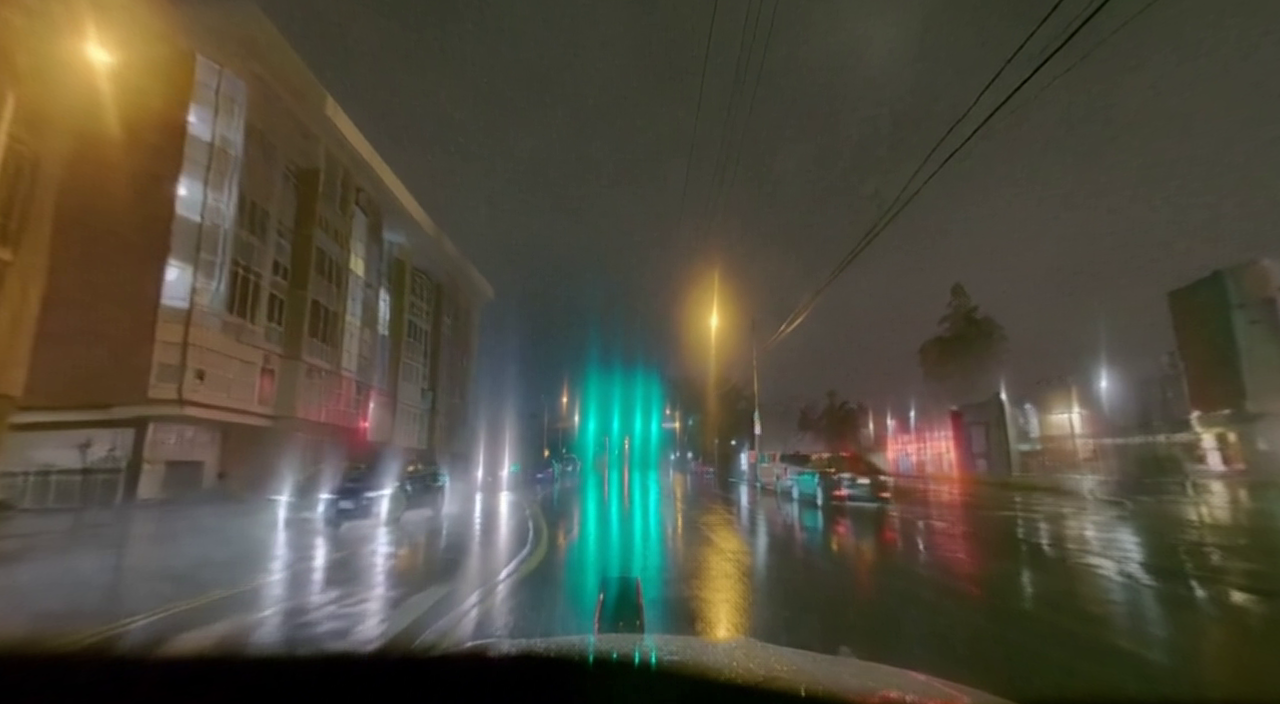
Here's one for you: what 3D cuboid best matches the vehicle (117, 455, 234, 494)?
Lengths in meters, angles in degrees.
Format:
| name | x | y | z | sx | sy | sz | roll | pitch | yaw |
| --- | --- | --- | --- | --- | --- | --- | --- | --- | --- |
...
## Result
| name | x | y | z | sx | sy | sz | roll | pitch | yaw |
| --- | --- | --- | --- | --- | --- | --- | --- | --- | --- |
| vehicle | -23.145 | 6.058 | 31.687 | 1.771 | 1.718 | 4.249 | -5 | -9 | 27 |

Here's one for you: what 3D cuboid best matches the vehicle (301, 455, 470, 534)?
| name | x | y | z | sx | sy | sz | roll | pitch | yaw |
| --- | --- | --- | --- | --- | --- | --- | --- | --- | --- |
| vehicle | -5.617 | 3.178 | 14.667 | 2.052 | 1.481 | 4.248 | -1 | -8 | 2 |

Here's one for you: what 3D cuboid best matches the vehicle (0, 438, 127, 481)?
| name | x | y | z | sx | sy | sz | roll | pitch | yaw |
| --- | --- | --- | --- | --- | --- | --- | --- | --- | --- |
| vehicle | -33.809 | 6.114 | 36.536 | 2.014 | 2.203 | 6.002 | -3 | -8 | 22 |

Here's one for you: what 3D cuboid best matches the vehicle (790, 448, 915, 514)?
| name | x | y | z | sx | sy | sz | roll | pitch | yaw |
| --- | --- | --- | --- | --- | --- | --- | --- | --- | --- |
| vehicle | 5.774 | 3.529 | 17.835 | 1.957 | 1.572 | 4.418 | 0 | -9 | 0 |

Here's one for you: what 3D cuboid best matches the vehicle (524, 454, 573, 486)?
| name | x | y | z | sx | sy | sz | roll | pitch | yaw |
| --- | --- | --- | --- | --- | --- | --- | --- | --- | --- |
| vehicle | -5.104 | 6.646 | 35.919 | 1.950 | 1.636 | 4.253 | -1 | -9 | 3 |

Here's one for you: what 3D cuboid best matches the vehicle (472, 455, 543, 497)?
| name | x | y | z | sx | sy | sz | roll | pitch | yaw |
| --- | --- | --- | --- | --- | --- | --- | --- | --- | --- |
| vehicle | -5.336 | 5.028 | 25.952 | 1.949 | 1.533 | 3.864 | -1 | -9 | 2 |
